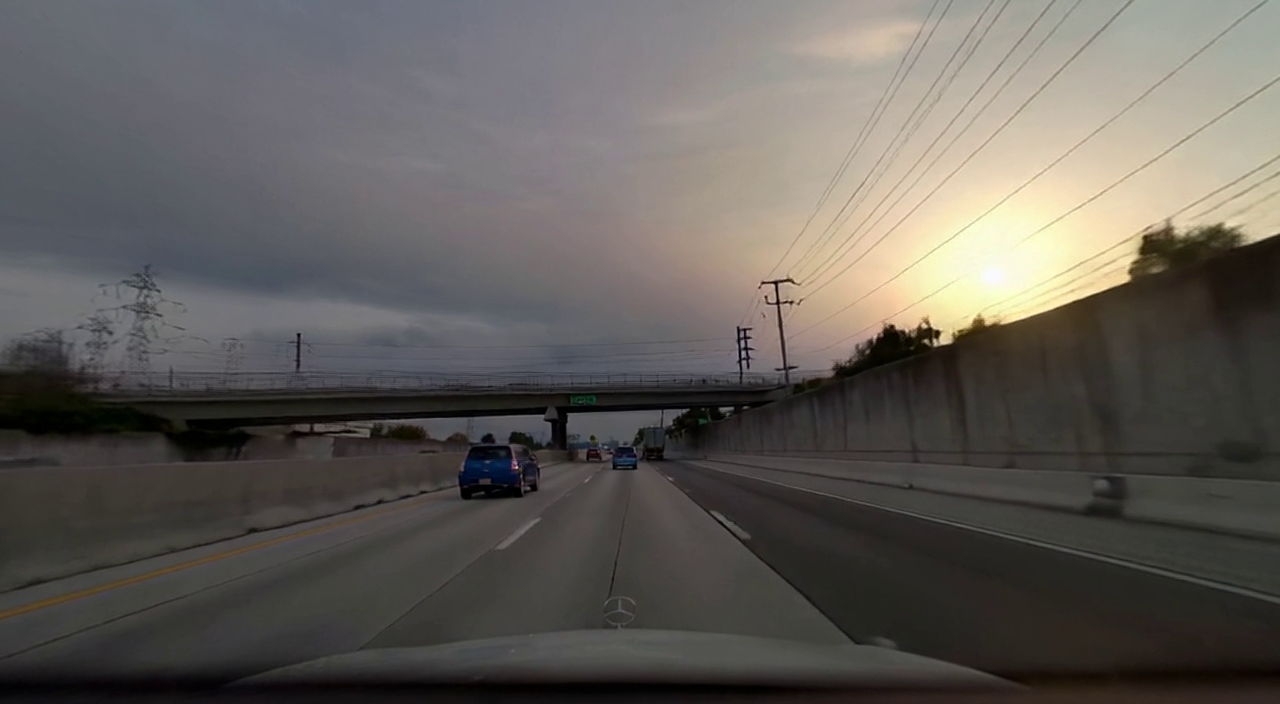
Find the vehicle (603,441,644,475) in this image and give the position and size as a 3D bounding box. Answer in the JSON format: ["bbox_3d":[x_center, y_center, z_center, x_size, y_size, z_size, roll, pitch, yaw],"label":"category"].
[{"bbox_3d":[-0.835,5.479,32.544,2.004,1.615,4.113,0,-9,-1],"label":"vehicle"}]

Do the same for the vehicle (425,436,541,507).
[{"bbox_3d":[-3.835,2.997,16.099,1.987,1.548,3.981,0,-9,-1],"label":"vehicle"}]
